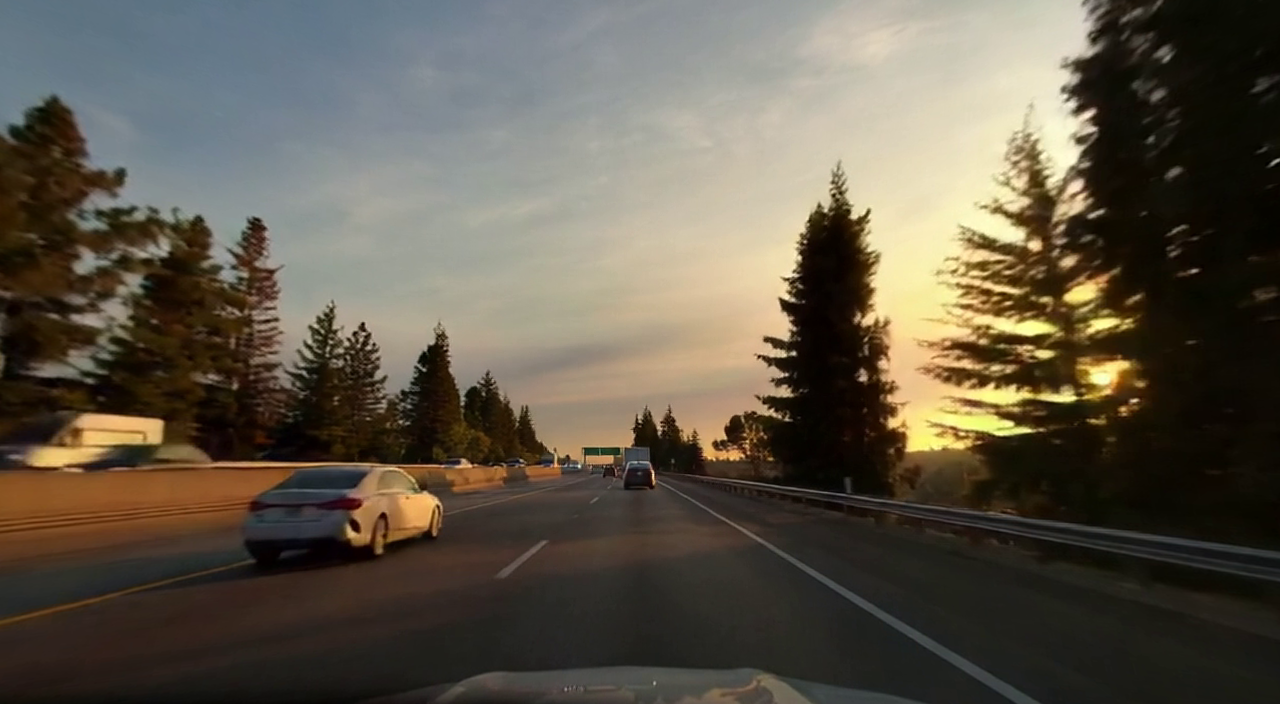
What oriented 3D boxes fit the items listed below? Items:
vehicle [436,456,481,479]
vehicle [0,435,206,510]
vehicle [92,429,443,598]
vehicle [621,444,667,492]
[{"bbox_3d":[-13.135,8.414,45.849,1.995,1.543,4.047,1,-11,0],"label":"vehicle"},{"bbox_3d":[-12.746,2.811,14.842,1.871,1.478,4.406,1,-11,0],"label":"vehicle"},{"bbox_3d":[-4.258,1.935,8.168,2.100,1.605,3.883,1,-11,0],"label":"vehicle"},{"bbox_3d":[0.200,6.835,37.033,2.482,2.549,5.447,1,-11,-1],"label":"vehicle"}]
